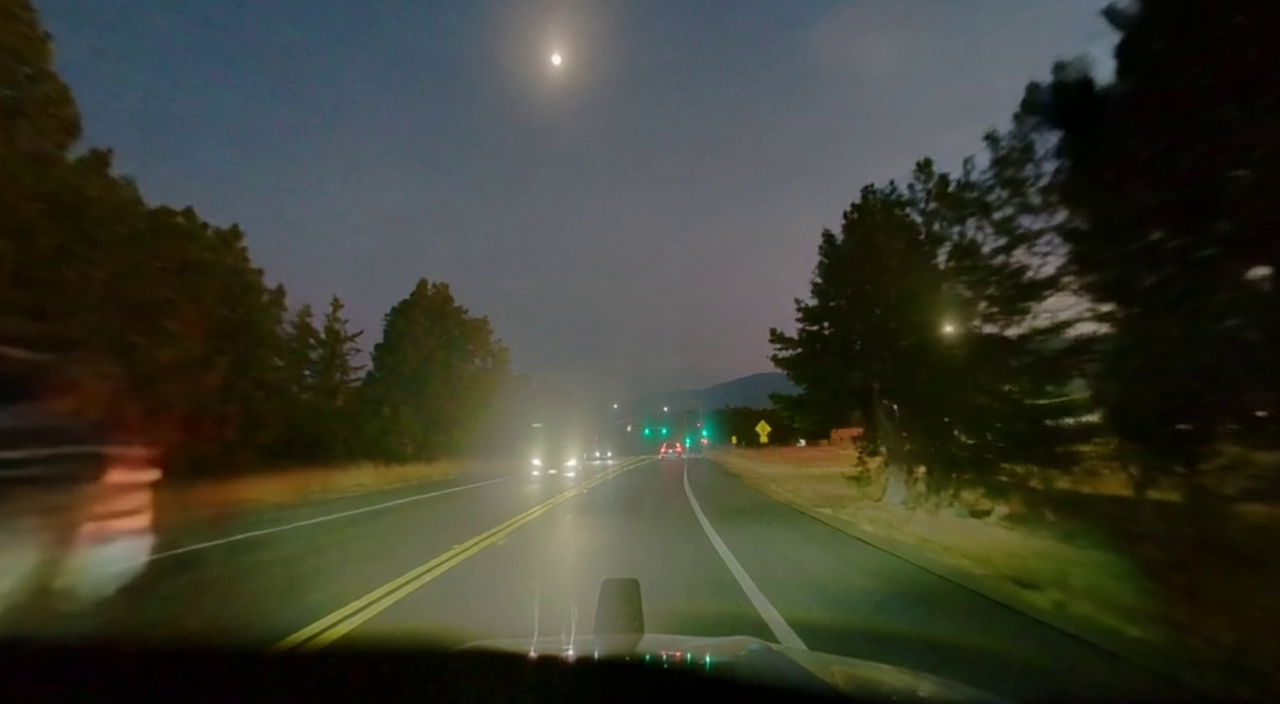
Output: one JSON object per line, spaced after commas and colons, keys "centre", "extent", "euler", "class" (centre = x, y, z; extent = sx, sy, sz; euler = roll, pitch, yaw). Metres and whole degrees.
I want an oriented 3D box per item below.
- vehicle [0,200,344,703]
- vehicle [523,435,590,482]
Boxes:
{"centre": [-4.114, 0.460, 1.932], "extent": [2.825, 2.376, 7.468], "euler": [0, -9, 0], "class": "vehicle"}
{"centre": [-3.401, 4.439, 26.620], "extent": [2.097, 1.791, 4.663], "euler": [-1, -9, 1], "class": "vehicle"}
